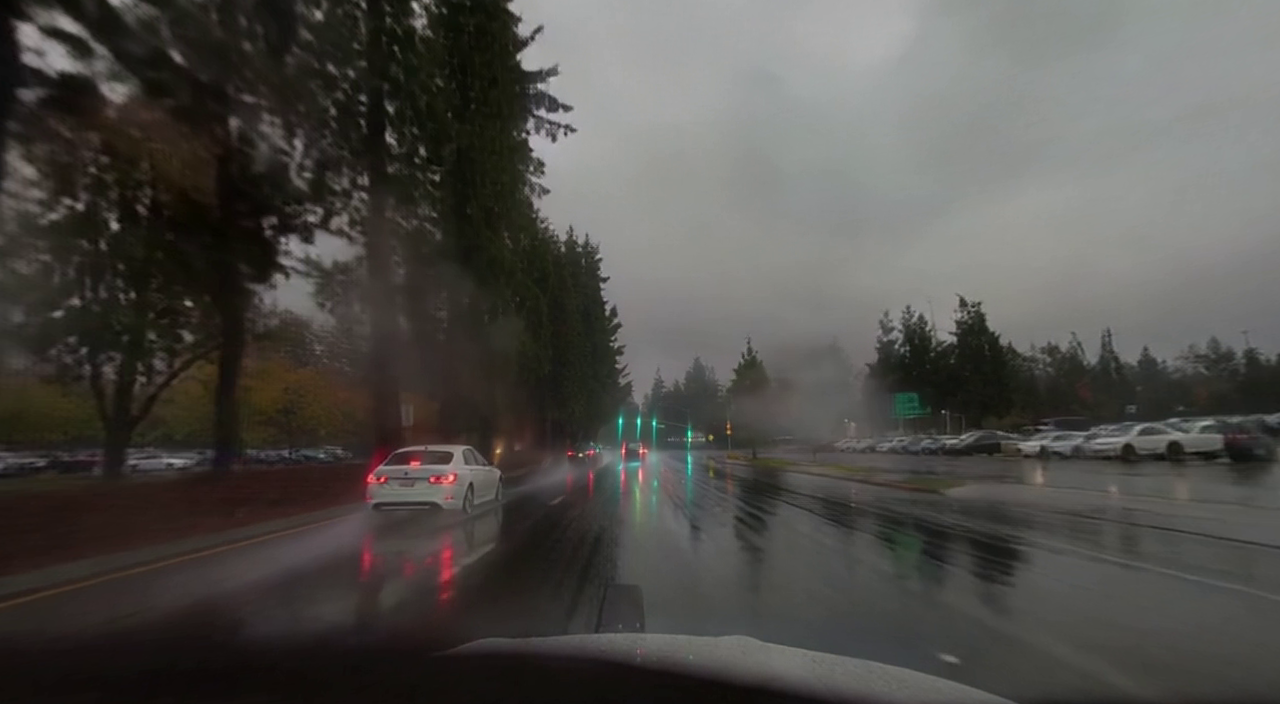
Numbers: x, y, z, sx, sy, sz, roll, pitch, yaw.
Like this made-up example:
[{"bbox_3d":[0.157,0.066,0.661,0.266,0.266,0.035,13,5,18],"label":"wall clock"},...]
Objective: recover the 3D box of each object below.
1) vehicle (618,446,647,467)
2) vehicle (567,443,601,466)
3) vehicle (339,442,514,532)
[{"bbox_3d":[-0.526,7.300,44.329,1.991,1.431,4.199,0,-9,-1],"label":"vehicle"},{"bbox_3d":[-4.080,7.535,46.444,2.103,1.592,4.160,0,-9,0],"label":"vehicle"},{"bbox_3d":[-3.878,2.503,12.397,1.905,1.418,4.396,0,-9,0],"label":"vehicle"}]
